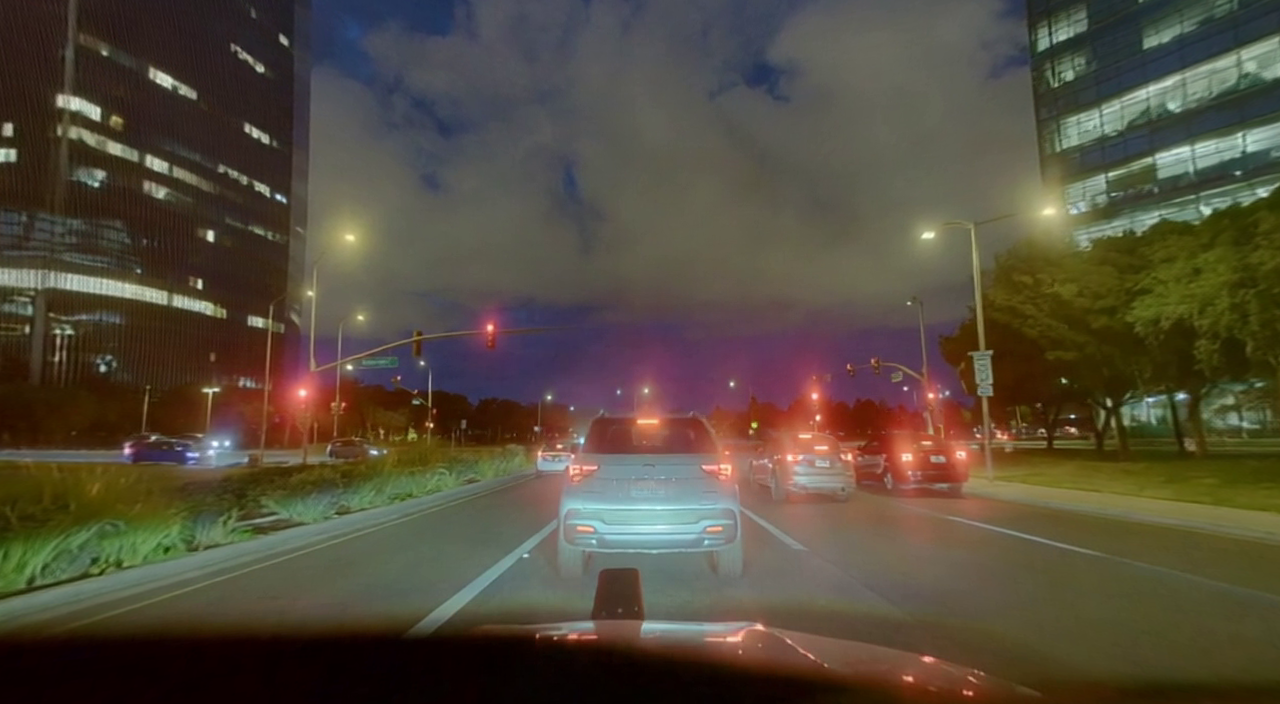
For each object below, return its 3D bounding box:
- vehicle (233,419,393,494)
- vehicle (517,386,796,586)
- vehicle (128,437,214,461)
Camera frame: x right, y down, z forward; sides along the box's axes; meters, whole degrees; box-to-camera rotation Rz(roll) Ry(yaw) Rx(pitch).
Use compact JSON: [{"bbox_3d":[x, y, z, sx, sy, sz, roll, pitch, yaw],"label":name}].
[{"bbox_3d":[-11.481,3.775,22.951,2.717,2.310,6.448,1,-9,-4],"label":"vehicle"},{"bbox_3d":[0.148,1.605,8.262,2.601,1.878,4.535,0,-9,0],"label":"vehicle"},{"bbox_3d":[-34.616,7.175,46.556,4.622,1.742,1.965,0,-9,-2],"label":"vehicle"}]
